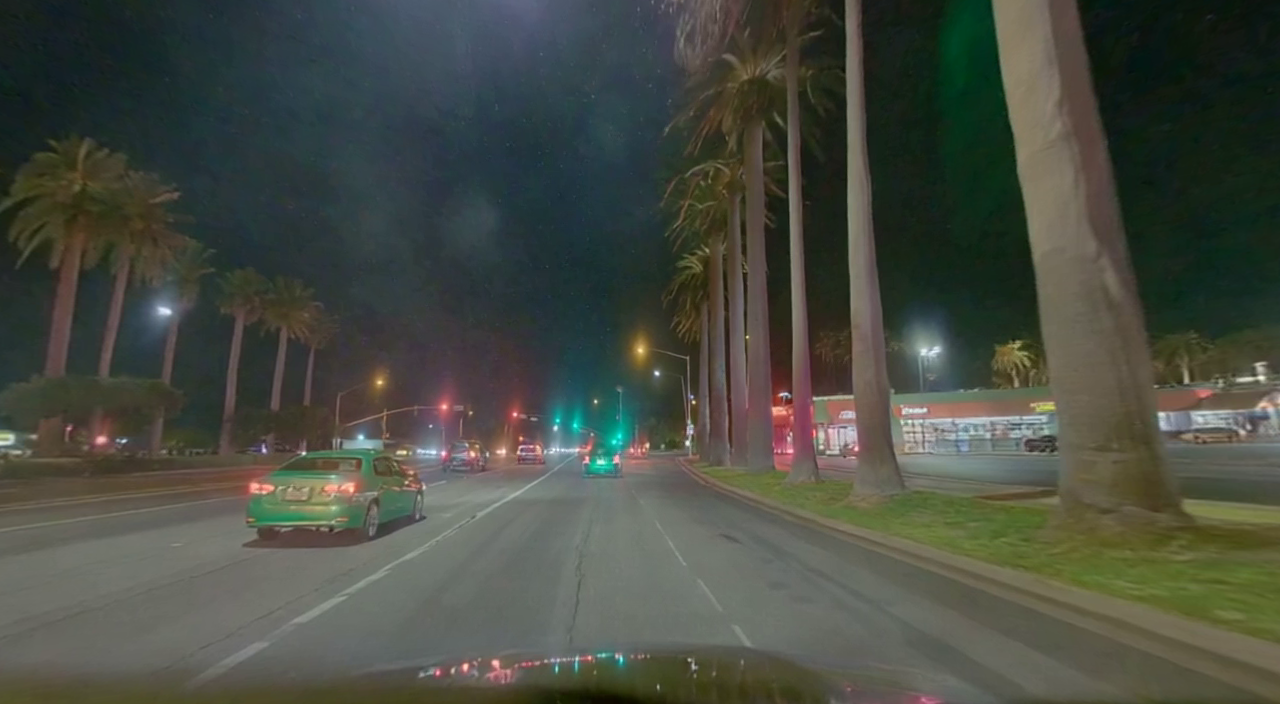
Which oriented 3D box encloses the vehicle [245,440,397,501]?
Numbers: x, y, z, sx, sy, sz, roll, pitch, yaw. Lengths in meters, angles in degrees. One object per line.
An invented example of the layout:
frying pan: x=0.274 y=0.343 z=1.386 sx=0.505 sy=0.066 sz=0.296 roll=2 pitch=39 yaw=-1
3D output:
vehicle: x=-8.585 y=3.211 z=17.558 sx=1.958 sy=1.455 sz=4.504 roll=0 pitch=-9 yaw=-1

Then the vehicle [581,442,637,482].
vehicle: x=-1.202 y=4.593 z=26.685 sx=2.070 sy=1.493 sz=4.570 roll=0 pitch=-9 yaw=1

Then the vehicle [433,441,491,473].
vehicle: x=-9.921 y=5.863 z=35.590 sx=2.108 sy=1.669 sz=5.076 roll=1 pitch=-9 yaw=-4
